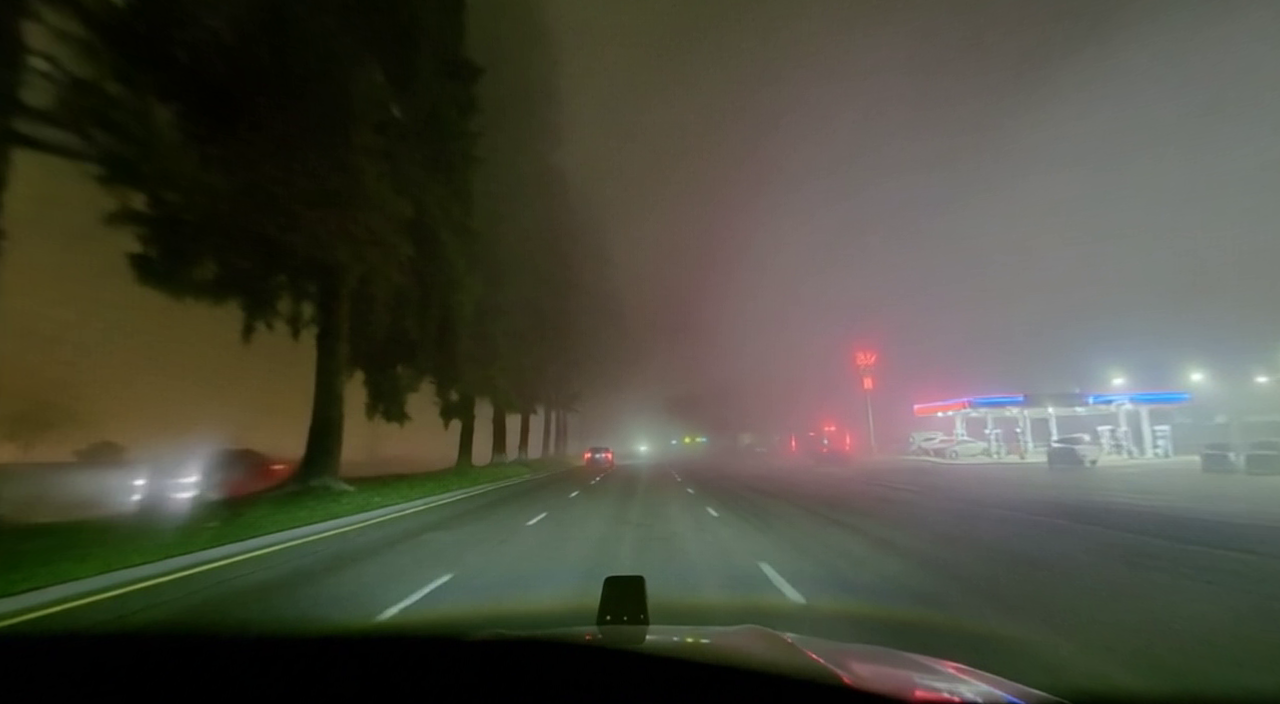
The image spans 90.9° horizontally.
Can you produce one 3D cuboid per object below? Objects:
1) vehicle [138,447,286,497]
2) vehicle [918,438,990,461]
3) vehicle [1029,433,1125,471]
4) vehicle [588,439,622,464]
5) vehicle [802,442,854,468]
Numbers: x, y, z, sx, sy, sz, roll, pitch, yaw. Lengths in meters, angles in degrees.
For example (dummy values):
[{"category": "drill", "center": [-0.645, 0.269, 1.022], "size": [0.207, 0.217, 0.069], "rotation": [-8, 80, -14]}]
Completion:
[{"category": "vehicle", "center": [-14.962, 4.182, 22.444], "size": [1.894, 1.574, 4.655], "rotation": [-1, -8, 2]}, {"category": "vehicle", "center": [21.518, 6.635, 43.100], "size": [4.674, 1.471, 1.954], "rotation": [4, -10, -28]}, {"category": "vehicle", "center": [21.424, 4.861, 30.871], "size": [4.484, 1.697, 1.959], "rotation": [5, -10, -30]}, {"category": "vehicle", "center": [-2.561, 7.496, 47.585], "size": [2.196, 1.801, 4.542], "rotation": [0, -8, 1]}, {"category": "vehicle", "center": [11.860, 6.479, 39.973], "size": [1.967, 1.500, 4.353], "rotation": [-1, -8, 1]}]
